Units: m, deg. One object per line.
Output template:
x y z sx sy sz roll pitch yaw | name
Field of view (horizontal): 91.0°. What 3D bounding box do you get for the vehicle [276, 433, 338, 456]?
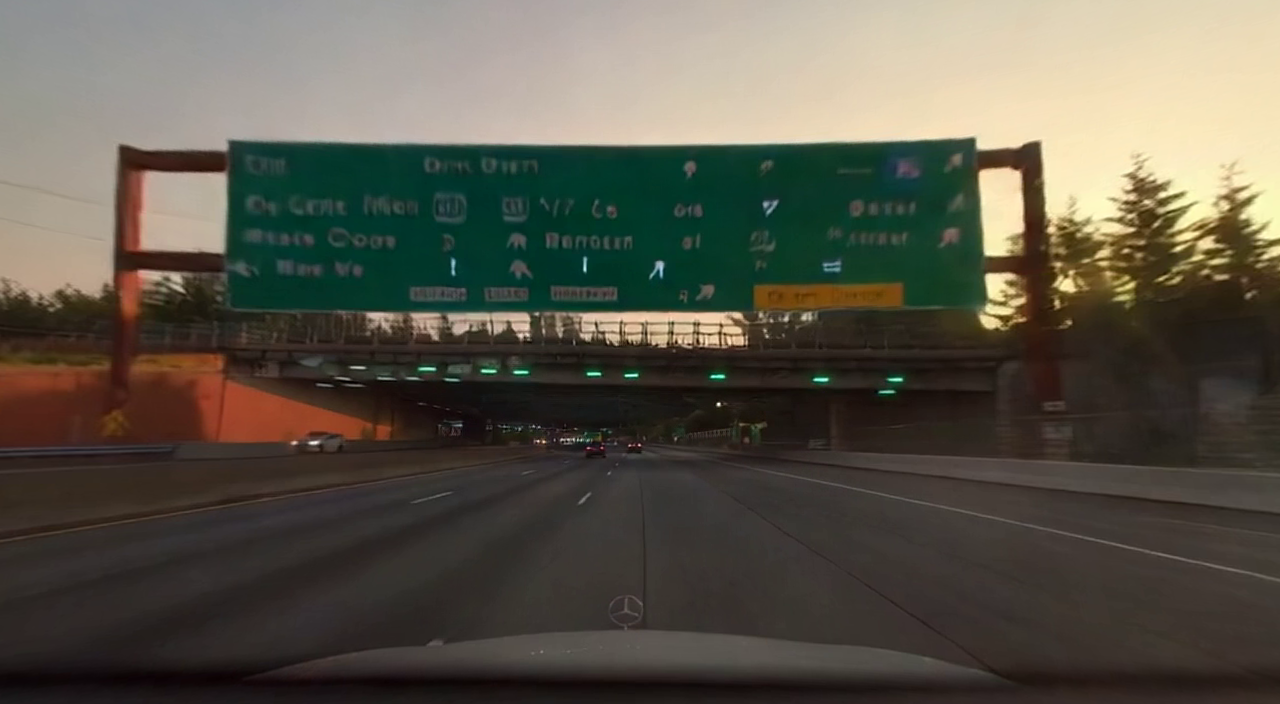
-22.403 6.226 42.559 1.789 1.465 4.402 0 -8 0 | vehicle
